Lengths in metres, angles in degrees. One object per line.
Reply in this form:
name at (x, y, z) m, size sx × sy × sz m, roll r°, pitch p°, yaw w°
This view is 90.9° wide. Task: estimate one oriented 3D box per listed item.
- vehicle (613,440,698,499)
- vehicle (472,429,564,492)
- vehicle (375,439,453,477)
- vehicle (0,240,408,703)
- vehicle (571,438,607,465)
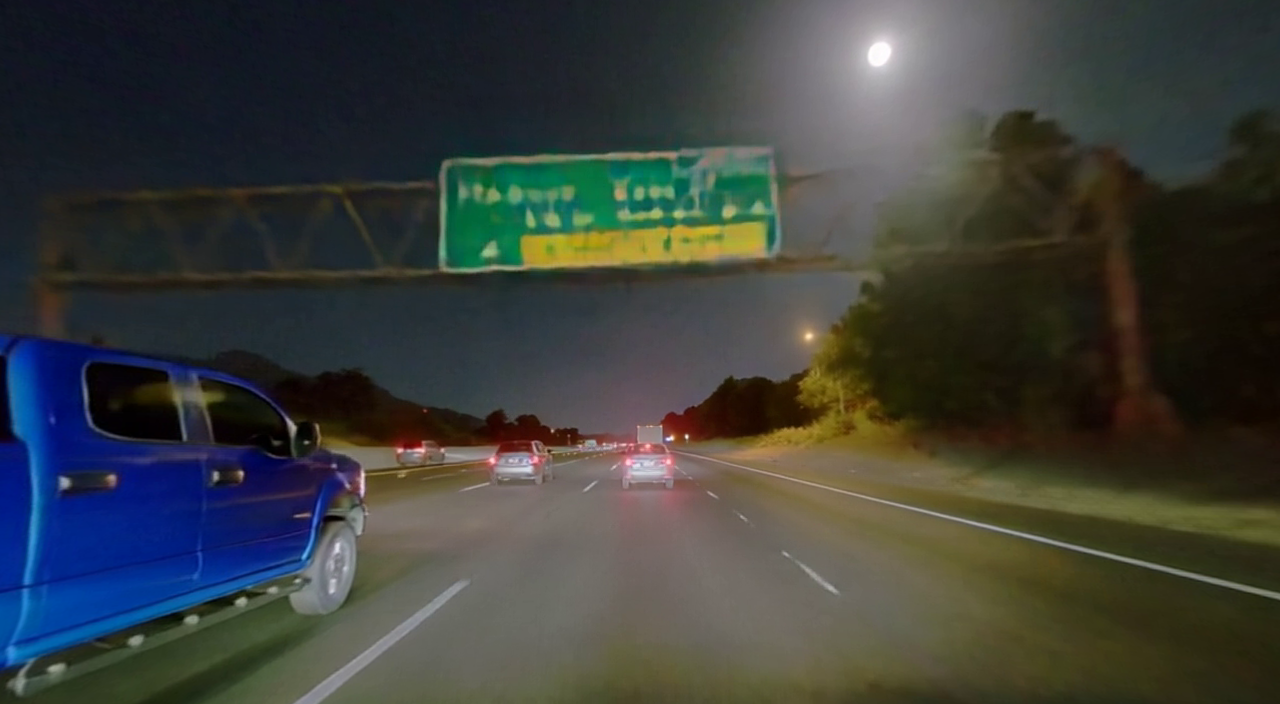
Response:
vehicle at (0.376, 3.153, 17.394) m, size 2.054 × 1.421 × 4.090 m, roll 0°, pitch -8°, yaw 0°
vehicle at (-3.632, 3.312, 19.528) m, size 1.903 × 1.721 × 4.210 m, roll 0°, pitch -8°, yaw 1°
vehicle at (-10.407, 4.880, 29.369) m, size 1.941 × 1.602 × 4.277 m, roll 0°, pitch -8°, yaw 2°
vehicle at (-3.436, 0.747, 3.026) m, size 2.269 × 2.060 × 5.933 m, roll 0°, pitch -8°, yaw 1°
vehicle at (-3.252, 6.443, 40.886) m, size 1.897 × 1.646 × 4.049 m, roll 0°, pitch -8°, yaw 1°
